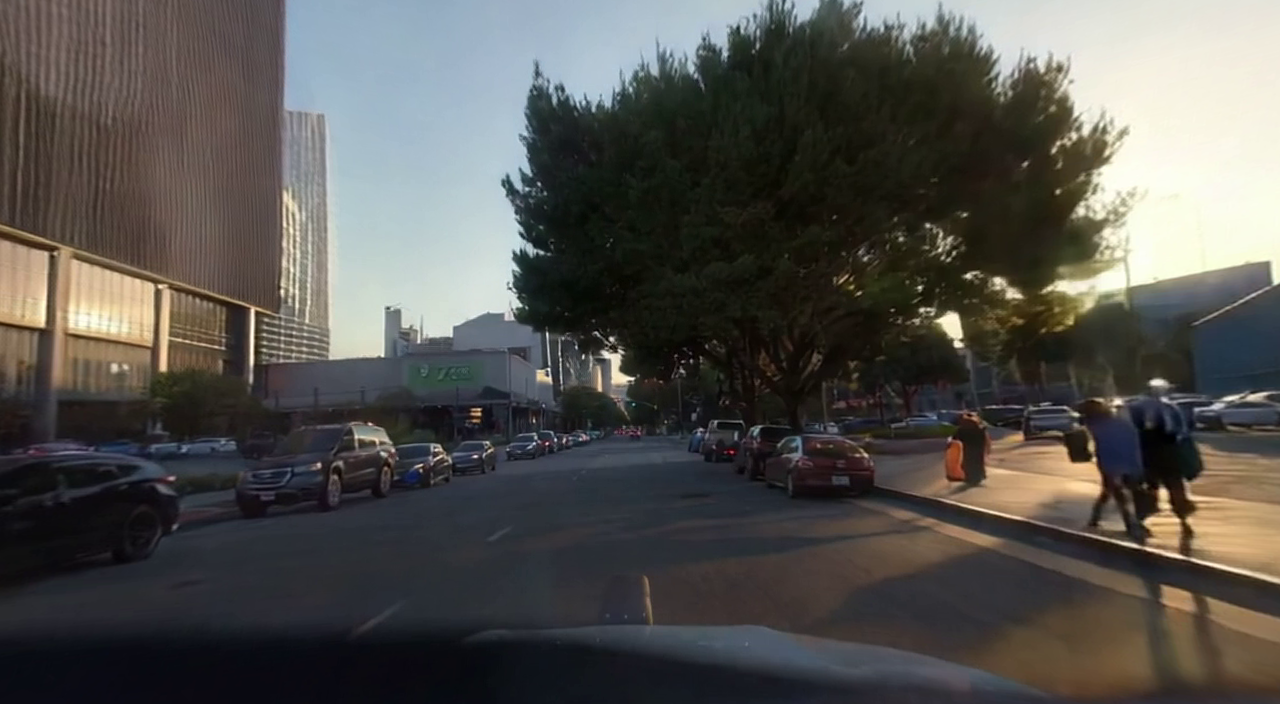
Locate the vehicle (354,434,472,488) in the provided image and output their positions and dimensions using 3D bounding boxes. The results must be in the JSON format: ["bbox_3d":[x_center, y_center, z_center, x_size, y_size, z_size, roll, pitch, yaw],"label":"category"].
[{"bbox_3d":[-7.238,3.500,20.736,2.001,1.502,4.851,-1,-8,1],"label":"vehicle"}]

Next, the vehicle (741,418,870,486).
[{"bbox_3d":[4.059,2.570,16.444,1.973,1.494,4.867,0,-8,-1],"label":"vehicle"}]

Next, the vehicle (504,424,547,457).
[{"bbox_3d":[-7.270,5.758,40.557,1.996,1.770,5.518,-1,-10,-3],"label":"vehicle"}]

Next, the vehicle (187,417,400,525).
[{"bbox_3d":[-7.218,2.456,13.911,2.238,1.891,4.780,-1,-7,-3],"label":"vehicle"}]

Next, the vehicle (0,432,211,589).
[{"bbox_3d":[-7.138,1.670,6.861,1.917,1.487,4.659,-2,-8,-4],"label":"vehicle"}]
